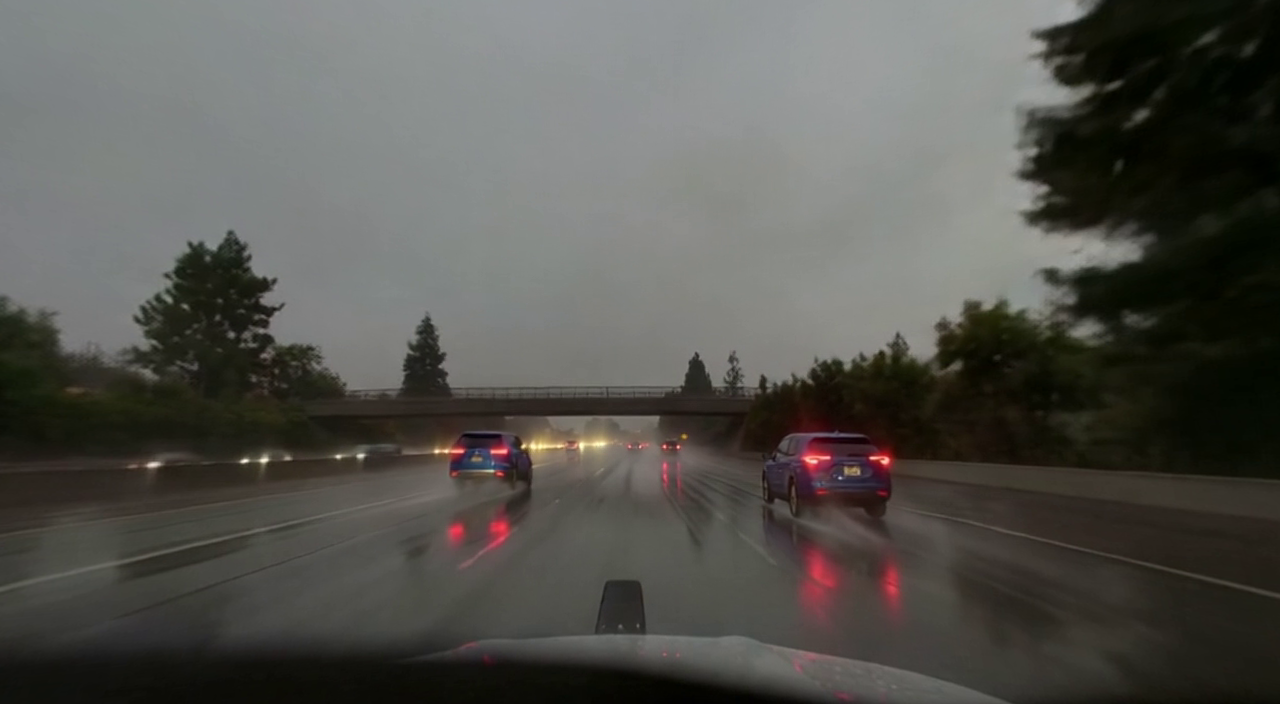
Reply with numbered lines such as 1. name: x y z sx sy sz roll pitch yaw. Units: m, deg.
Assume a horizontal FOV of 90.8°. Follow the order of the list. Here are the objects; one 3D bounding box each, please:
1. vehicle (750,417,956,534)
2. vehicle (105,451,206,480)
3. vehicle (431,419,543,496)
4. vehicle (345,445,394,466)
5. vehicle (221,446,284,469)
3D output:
1. vehicle: 3.632 2.212 11.883 2.185 1.749 4.477 0 -9 -1
2. vehicle: -27.323 6.390 35.885 1.852 1.484 4.894 0 -9 0
3. vehicle: -4.132 2.957 17.927 2.018 1.872 4.728 0 -9 -1
4. vehicle: -19.849 7.575 46.514 1.770 1.469 4.265 0 -9 -1
5. vehicle: -30.007 8.170 49.115 1.952 1.656 4.611 0 -9 0
